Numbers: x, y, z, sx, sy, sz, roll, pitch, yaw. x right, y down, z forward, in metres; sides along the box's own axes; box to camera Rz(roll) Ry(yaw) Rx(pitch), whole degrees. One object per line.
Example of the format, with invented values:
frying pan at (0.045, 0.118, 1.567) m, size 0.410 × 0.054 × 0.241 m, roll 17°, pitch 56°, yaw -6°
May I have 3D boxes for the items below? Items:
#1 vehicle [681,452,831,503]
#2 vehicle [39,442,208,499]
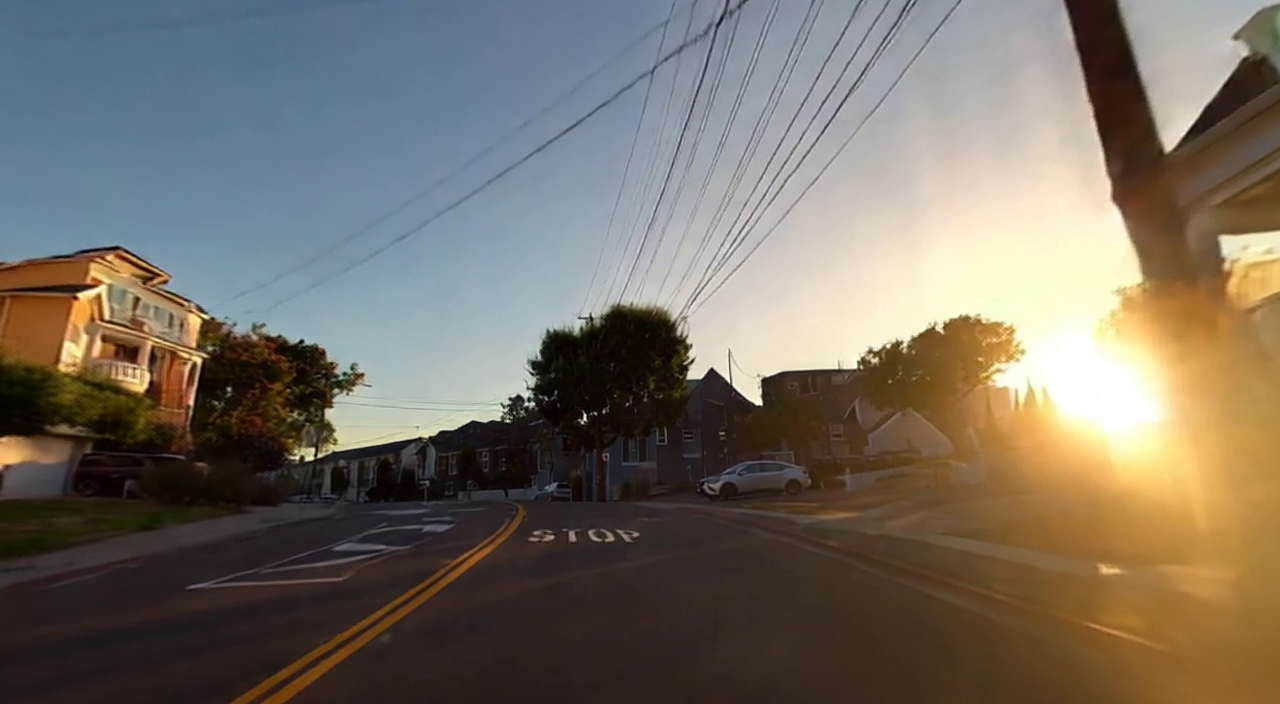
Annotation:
vehicle at (4.698, 5.128, 25.966) m, size 5.578 × 1.842 × 2.300 m, roll 4°, pitch -10°, yaw -12°
vehicle at (-21.165, 4.984, 26.268) m, size 4.942 × 1.912 × 2.121 m, roll 6°, pitch -21°, yaw -28°
